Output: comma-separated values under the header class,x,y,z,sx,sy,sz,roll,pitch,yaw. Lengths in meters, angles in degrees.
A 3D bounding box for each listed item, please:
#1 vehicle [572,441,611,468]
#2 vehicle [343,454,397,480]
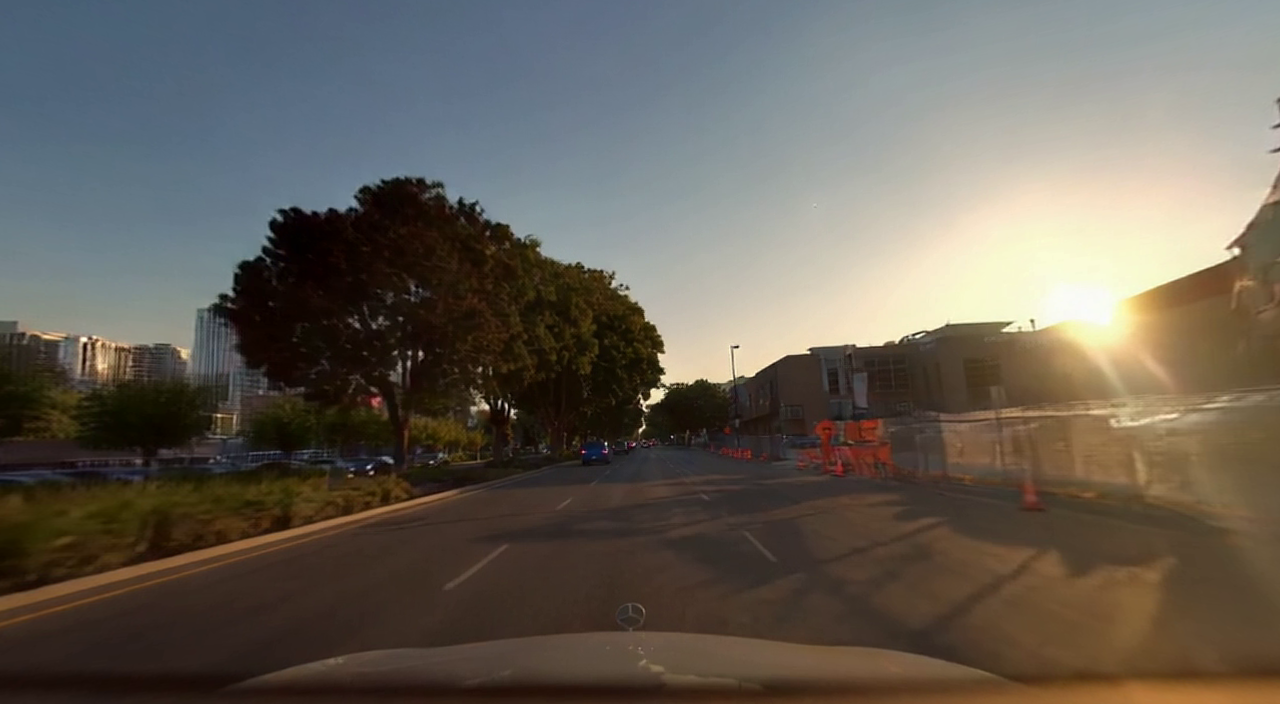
class,x,y,z,sx,sy,sz,roll,pitch,yaw
vehicle,-2.763,5.965,36.799,1.926,1.442,4.231,0,-8,1
vehicle,-18.120,7.704,42.484,1.948,1.535,4.600,0,-8,-5
